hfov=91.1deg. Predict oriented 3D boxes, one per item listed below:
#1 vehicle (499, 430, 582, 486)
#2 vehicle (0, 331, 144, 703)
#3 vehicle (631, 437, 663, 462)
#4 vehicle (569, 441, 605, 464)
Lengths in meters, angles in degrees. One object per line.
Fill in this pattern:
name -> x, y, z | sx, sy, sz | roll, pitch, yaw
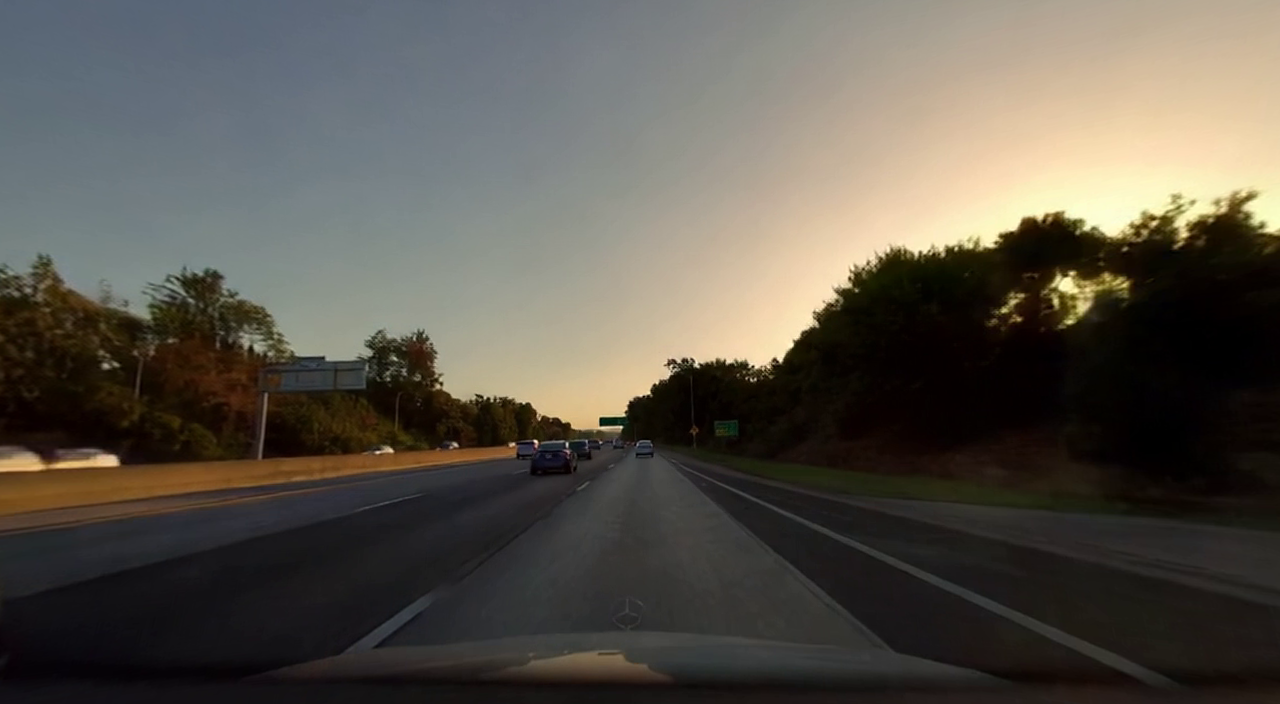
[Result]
vehicle -> -3.218, 3.530, 21.234 | 2.056, 1.679, 4.204 | 0, -8, 1
vehicle -> -3.517, 0.477, 0.493 | 2.040, 1.672, 5.122 | 0, -8, 0
vehicle -> 0.526, 7.234, 46.715 | 2.285, 1.797, 4.478 | 0, -8, 0
vehicle -> -3.502, 6.714, 41.991 | 2.055, 1.431, 3.921 | 0, -8, 1
